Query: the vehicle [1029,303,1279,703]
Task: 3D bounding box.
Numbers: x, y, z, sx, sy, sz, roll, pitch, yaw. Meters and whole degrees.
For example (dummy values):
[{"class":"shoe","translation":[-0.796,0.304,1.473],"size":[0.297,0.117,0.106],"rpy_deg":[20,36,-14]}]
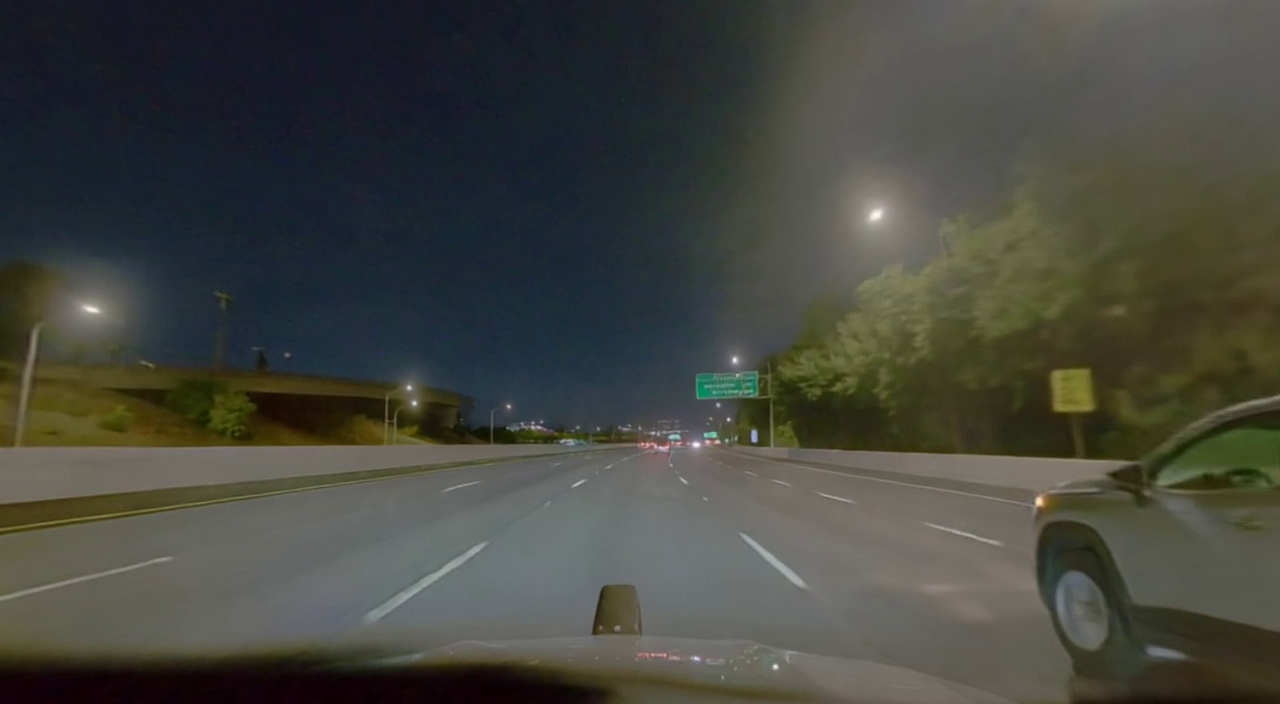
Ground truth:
[{"class":"vehicle","translation":[3.840,0.631,1.877],"size":[2.155,1.918,4.945],"rpy_deg":[0,-9,0]}]
